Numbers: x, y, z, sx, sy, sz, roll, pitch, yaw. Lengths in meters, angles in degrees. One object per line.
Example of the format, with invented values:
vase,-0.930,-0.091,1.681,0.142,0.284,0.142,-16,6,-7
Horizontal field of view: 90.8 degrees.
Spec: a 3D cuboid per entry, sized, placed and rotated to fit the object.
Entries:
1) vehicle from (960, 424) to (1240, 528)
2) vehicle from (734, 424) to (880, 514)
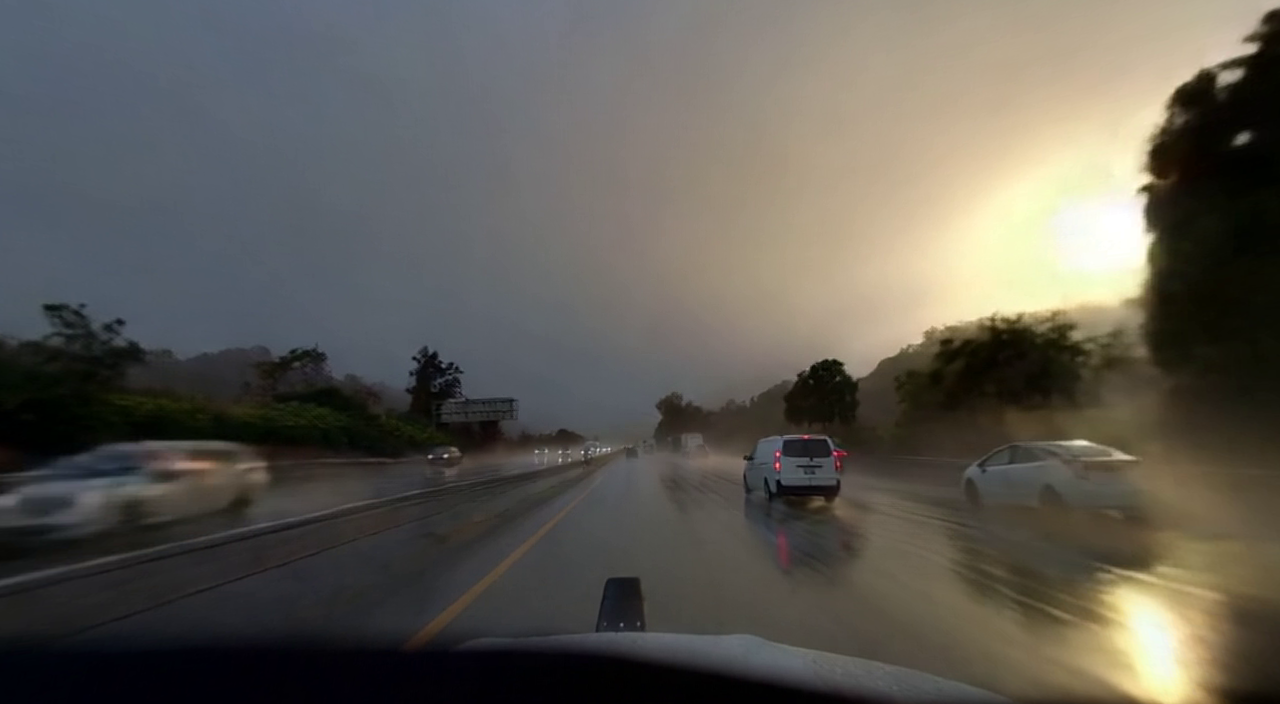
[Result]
vehicle,8.527,2.337,12.406,2.018,1.636,4.510,0,-9,-1
vehicle,3.664,2.685,14.886,2.070,1.751,4.576,0,-9,-1
